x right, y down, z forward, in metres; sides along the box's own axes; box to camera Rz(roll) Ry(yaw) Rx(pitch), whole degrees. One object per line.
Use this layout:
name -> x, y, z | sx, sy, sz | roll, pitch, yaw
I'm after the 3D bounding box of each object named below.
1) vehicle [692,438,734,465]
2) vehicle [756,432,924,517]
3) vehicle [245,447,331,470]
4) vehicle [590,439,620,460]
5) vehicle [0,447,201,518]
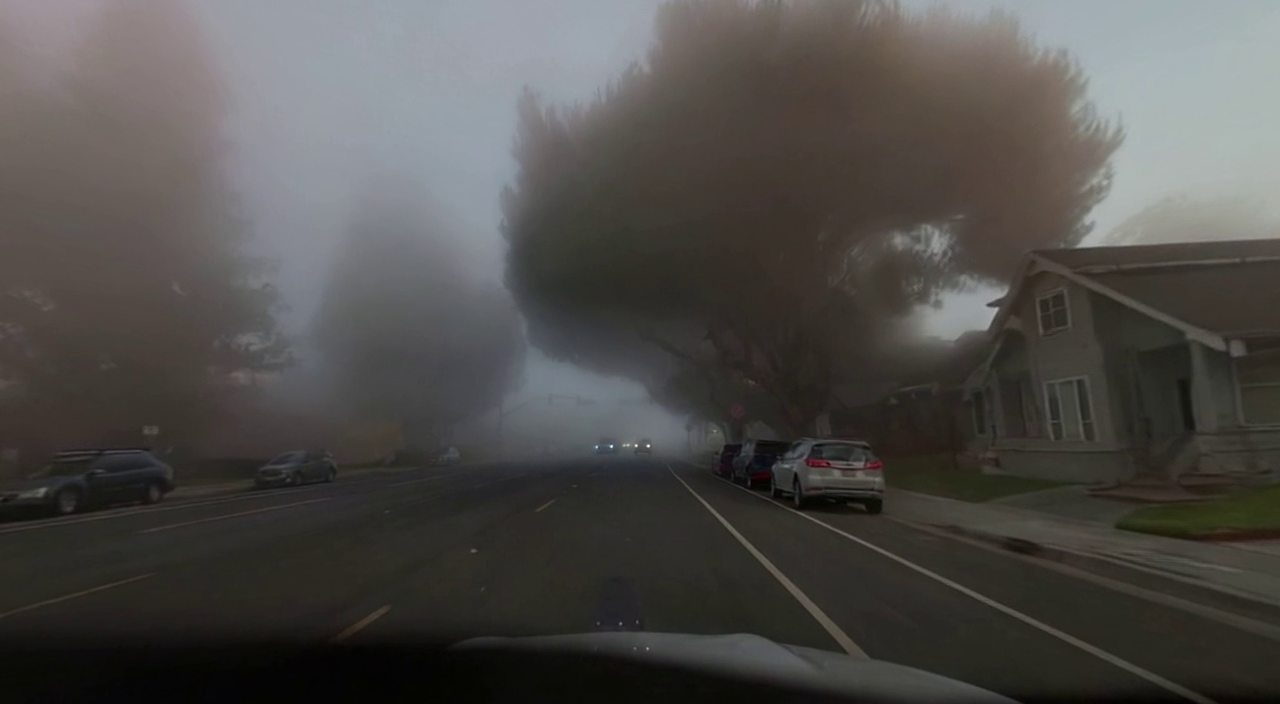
vehicle -> 4.245, 5.894, 37.418 | 1.964, 1.485, 4.454 | 0, -8, 1
vehicle -> 3.911, 2.474, 13.309 | 1.956, 1.468, 4.524 | 0, -8, -1
vehicle -> -22.306, 6.739, 40.159 | 4.397, 1.423, 1.789 | 0, -8, 2
vehicle -> -2.565, 7.272, 47.211 | 1.986, 1.508, 4.261 | 0, -8, 0
vehicle -> -14.144, 3.263, 16.455 | 1.923, 1.535, 4.862 | 0, -8, 0
